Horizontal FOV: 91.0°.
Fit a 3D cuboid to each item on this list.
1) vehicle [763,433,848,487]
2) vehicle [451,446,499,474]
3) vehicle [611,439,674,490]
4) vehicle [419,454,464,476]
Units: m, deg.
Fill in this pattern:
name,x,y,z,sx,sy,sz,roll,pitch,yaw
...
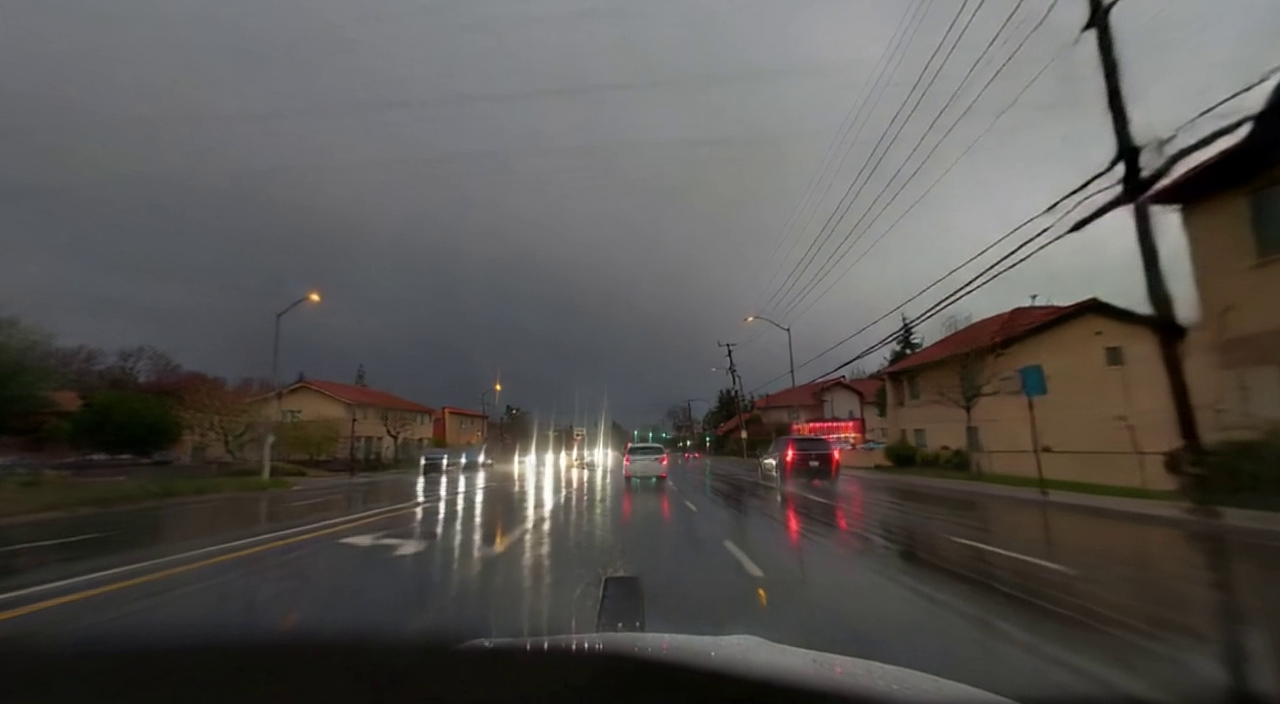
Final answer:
name,x,y,z,sx,sy,sz,roll,pitch,yaw
vehicle,6.282,4.142,24.432,2.061,1.889,4.268,0,-9,-1
vehicle,-11.164,7.333,42.937,2.078,1.825,4.611,0,-9,0
vehicle,0.062,4.144,23.560,2.138,1.702,4.168,0,-9,-1
vehicle,-14.722,8.380,47.017,1.945,1.504,4.362,0,-9,0
